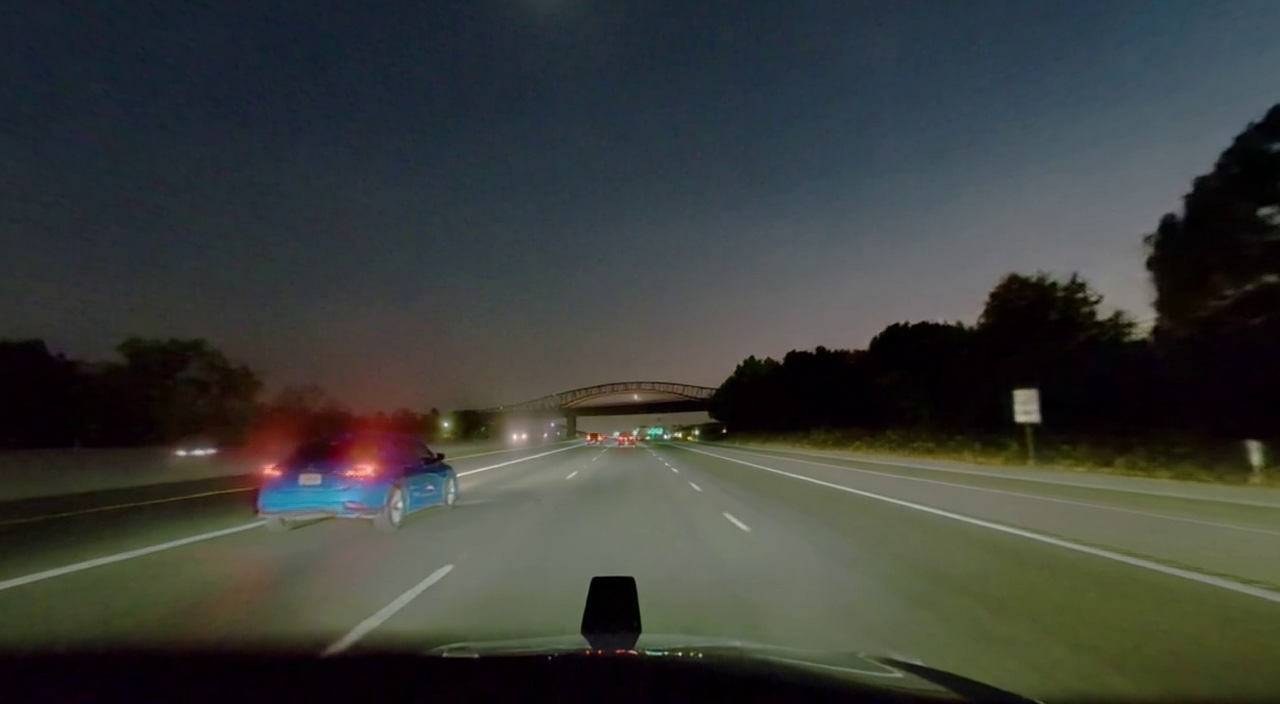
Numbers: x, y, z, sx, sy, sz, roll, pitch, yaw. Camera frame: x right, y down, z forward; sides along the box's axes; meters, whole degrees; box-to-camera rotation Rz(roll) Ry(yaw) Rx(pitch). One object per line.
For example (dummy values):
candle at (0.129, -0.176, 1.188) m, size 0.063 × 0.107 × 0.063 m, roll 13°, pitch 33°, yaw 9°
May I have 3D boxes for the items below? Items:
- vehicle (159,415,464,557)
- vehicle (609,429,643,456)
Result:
vehicle at (-4.207, 1.759, 9.136) m, size 2.017 × 1.537 × 4.496 m, roll 0°, pitch -8°, yaw 0°
vehicle at (-0.919, 5.924, 41.297) m, size 2.116 × 1.625 × 4.004 m, roll 0°, pitch -8°, yaw -1°
